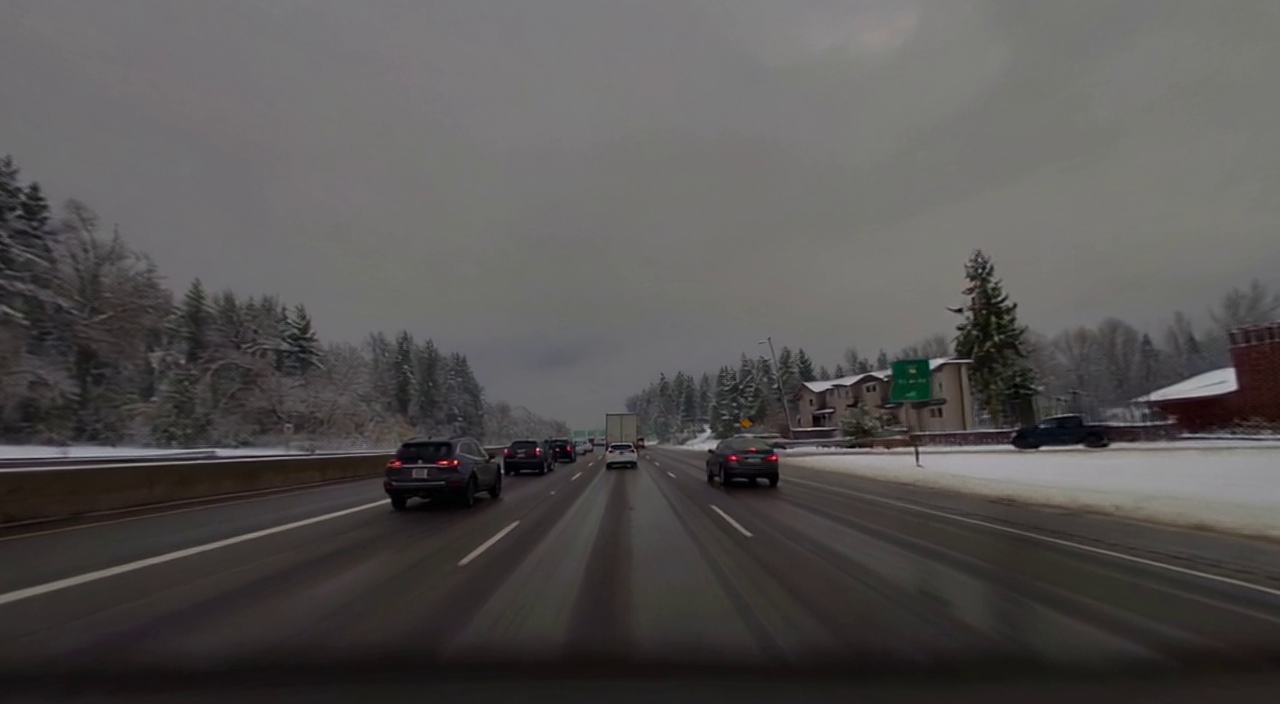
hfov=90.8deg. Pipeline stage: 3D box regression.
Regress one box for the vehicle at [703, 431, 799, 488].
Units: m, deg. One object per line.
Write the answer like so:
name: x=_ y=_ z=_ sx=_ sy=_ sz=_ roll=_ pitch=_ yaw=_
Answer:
vehicle: x=3.249 y=3.245 z=19.387 sx=2.027 sy=1.554 sz=4.252 roll=0 pitch=-8 yaw=-2

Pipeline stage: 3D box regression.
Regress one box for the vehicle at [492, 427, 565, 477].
vehicle: x=-4.734 y=4.348 z=27.720 sx=2.301 sy=1.944 sz=5.482 roll=0 pitch=-8 yaw=-1

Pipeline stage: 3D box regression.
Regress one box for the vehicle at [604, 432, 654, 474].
vehicle: x=-0.522 y=4.466 z=28.057 sx=2.063 sy=1.703 sz=4.203 roll=0 pitch=-8 yaw=-2

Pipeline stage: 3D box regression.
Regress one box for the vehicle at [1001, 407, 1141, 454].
vehicle: x=16.561 y=3.107 z=24.581 sx=2.048 sy=1.674 sz=4.106 roll=2 pitch=-9 yaw=-11

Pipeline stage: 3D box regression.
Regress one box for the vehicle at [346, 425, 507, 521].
vehicle: x=-4.182 y=2.428 z=13.182 sx=1.988 sy=1.668 sz=4.021 roll=0 pitch=-8 yaw=-1
